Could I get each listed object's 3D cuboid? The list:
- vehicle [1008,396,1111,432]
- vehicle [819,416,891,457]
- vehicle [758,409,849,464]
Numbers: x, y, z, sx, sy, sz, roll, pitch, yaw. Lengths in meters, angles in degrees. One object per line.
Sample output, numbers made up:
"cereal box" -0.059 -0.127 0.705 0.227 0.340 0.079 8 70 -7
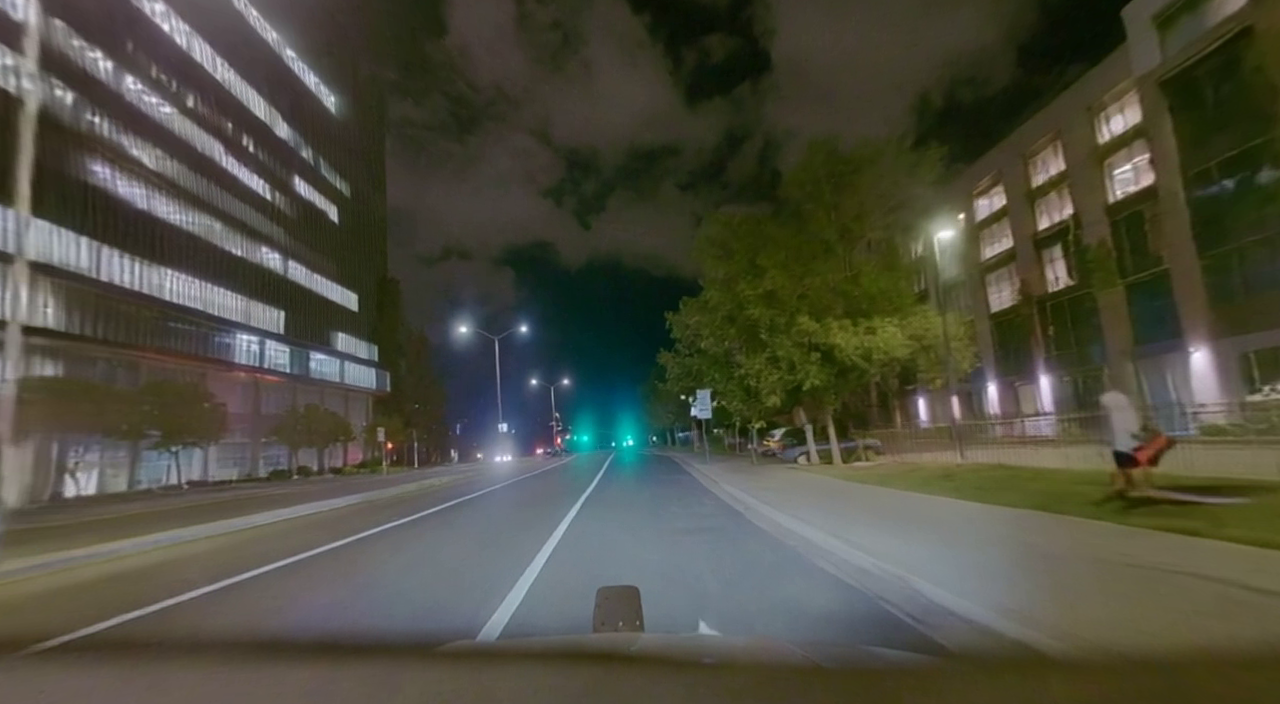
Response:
"vehicle" 19.777 3.024 30.046 1.890 1.492 4.494 0 -8 2
"vehicle" 8.740 3.499 26.001 1.842 1.535 3.638 0 -8 3
"vehicle" 6.391 3.432 25.411 2.160 1.944 5.086 0 -8 -2
